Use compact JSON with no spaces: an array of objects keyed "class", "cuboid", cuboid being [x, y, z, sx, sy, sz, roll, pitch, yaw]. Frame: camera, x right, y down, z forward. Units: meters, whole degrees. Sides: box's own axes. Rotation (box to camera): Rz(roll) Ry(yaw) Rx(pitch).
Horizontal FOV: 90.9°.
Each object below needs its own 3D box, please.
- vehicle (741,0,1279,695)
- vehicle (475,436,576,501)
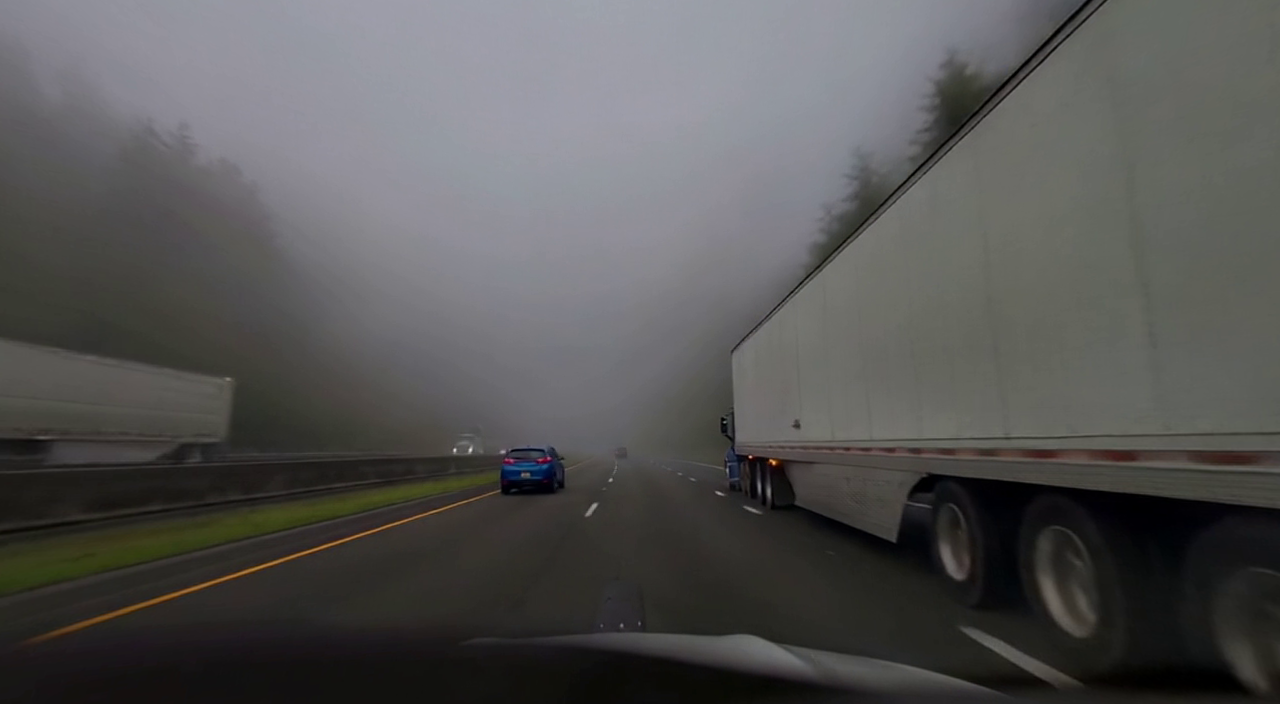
[{"class":"vehicle","cuboid":[4.502,0.174,7.964,3.532,4.201,17.611,0,-9,0]},{"class":"vehicle","cuboid":[-3.217,3.391,18.634,2.115,1.670,4.261,0,-9,1]}]
